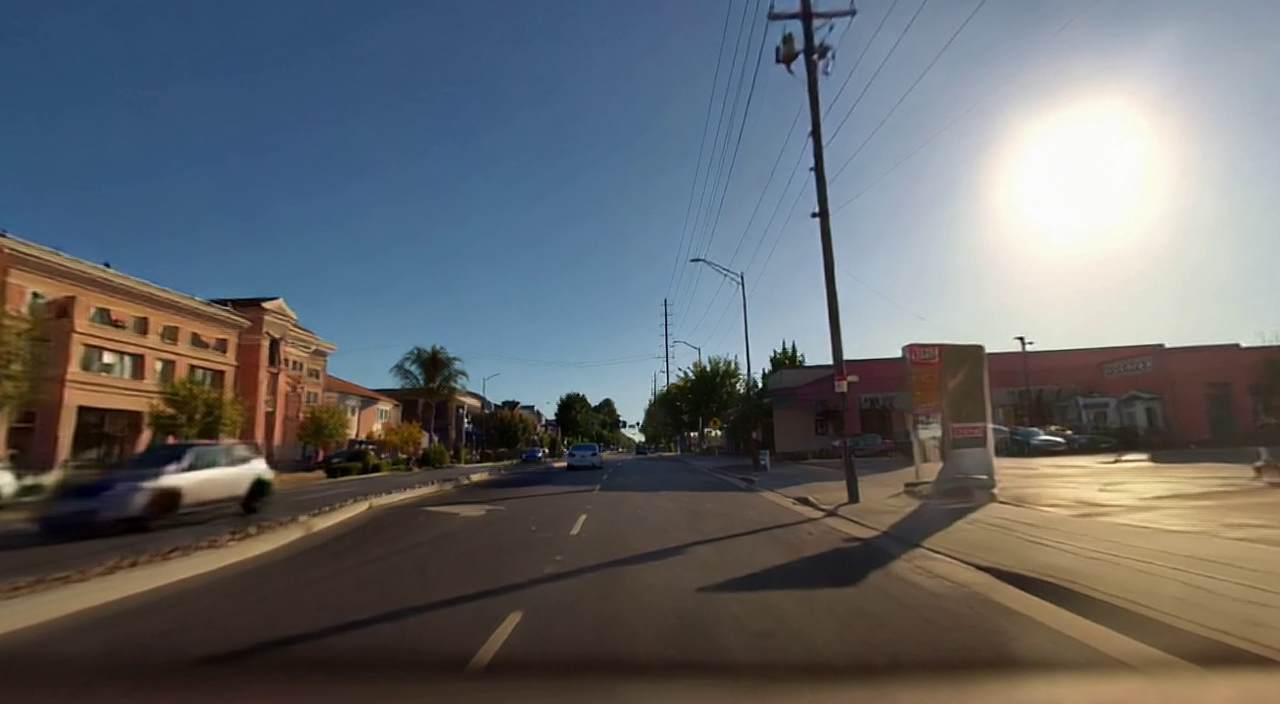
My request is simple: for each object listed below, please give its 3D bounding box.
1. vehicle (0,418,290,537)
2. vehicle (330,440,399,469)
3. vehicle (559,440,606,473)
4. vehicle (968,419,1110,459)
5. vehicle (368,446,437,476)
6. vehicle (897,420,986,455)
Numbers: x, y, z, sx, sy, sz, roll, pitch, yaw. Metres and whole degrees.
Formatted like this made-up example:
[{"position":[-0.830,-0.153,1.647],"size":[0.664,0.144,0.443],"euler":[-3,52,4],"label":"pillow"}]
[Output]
[{"position":[-10.448,2.581,13.789],"size":[2.437,2.069,5.159],"euler":[-1,-8,3],"label":"vehicle"},{"position":[-21.296,7.885,48.651],"size":[5.575,2.142,1.996],"euler":[-6,-9,33],"label":"vehicle"},{"position":[-2.903,5.346,32.539],"size":[2.073,1.525,3.968],"euler":[0,-8,0],"label":"vehicle"},{"position":[17.841,3.910,28.379],"size":[4.943,1.646,2.072],"euler":[0,-8,-1],"label":"vehicle"},{"position":[-13.696,6.290,36.638],"size":[2.091,1.538,4.451],"euler":[-1,-8,3],"label":"vehicle"},{"position":[18.178,5.173,38.332],"size":[2.020,1.972,4.983],"euler":[2,-7,-16],"label":"vehicle"}]
